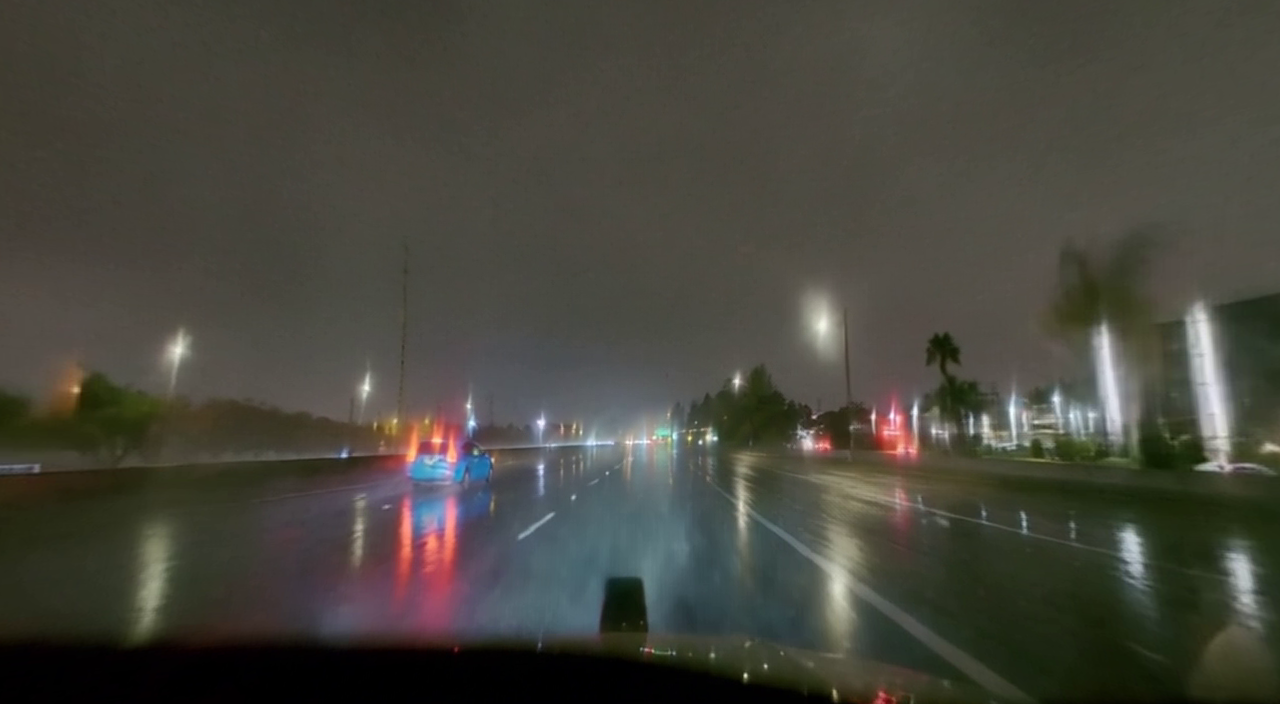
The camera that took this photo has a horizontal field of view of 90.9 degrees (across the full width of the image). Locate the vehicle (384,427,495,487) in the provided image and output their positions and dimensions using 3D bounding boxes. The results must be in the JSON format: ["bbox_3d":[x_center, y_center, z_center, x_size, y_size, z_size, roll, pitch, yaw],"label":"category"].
[{"bbox_3d":[-6.676,3.556,21.689,2.145,1.793,4.762,0,-8,1],"label":"vehicle"}]
